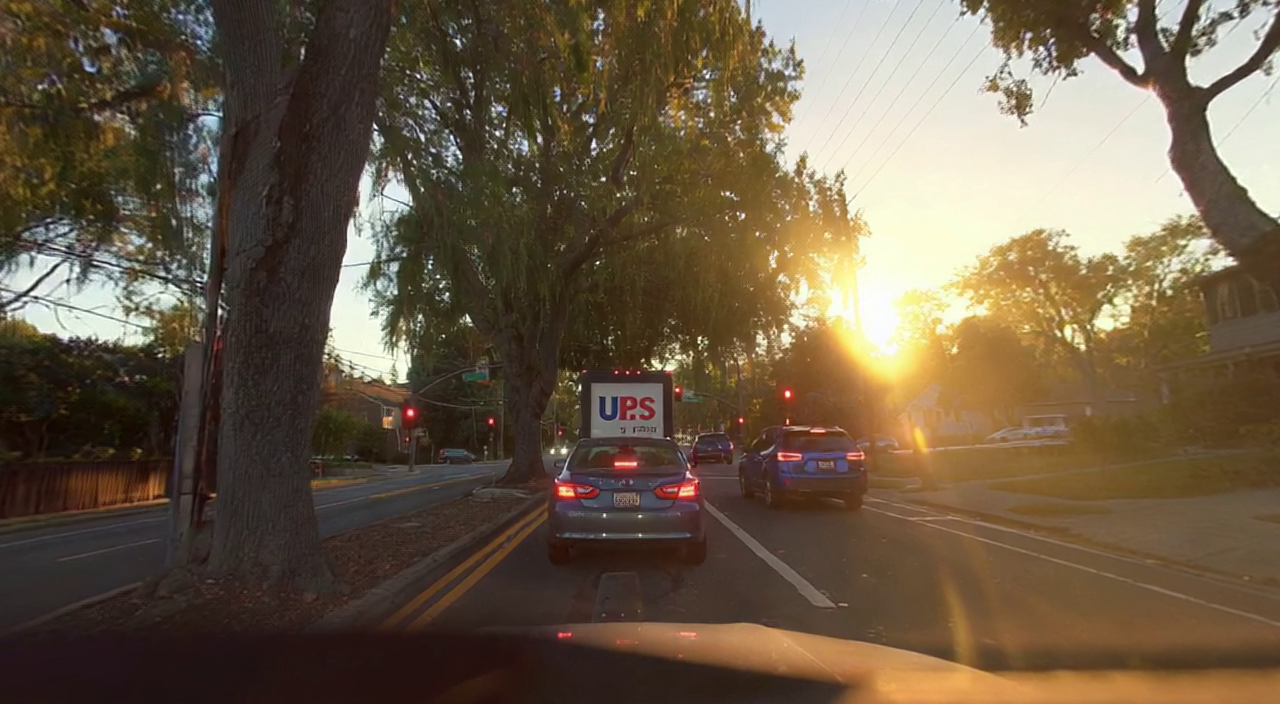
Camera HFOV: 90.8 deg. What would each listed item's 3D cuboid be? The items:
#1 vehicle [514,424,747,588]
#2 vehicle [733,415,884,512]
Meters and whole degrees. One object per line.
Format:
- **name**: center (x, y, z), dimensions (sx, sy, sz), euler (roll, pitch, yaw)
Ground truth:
- **vehicle**: center (-0.144, 1.732, 7.983), dimensions (2.135, 1.483, 4.207), euler (0, -8, -2)
- **vehicle**: center (3.604, 2.490, 14.541), dimensions (2.145, 1.847, 4.524), euler (0, -8, -1)
